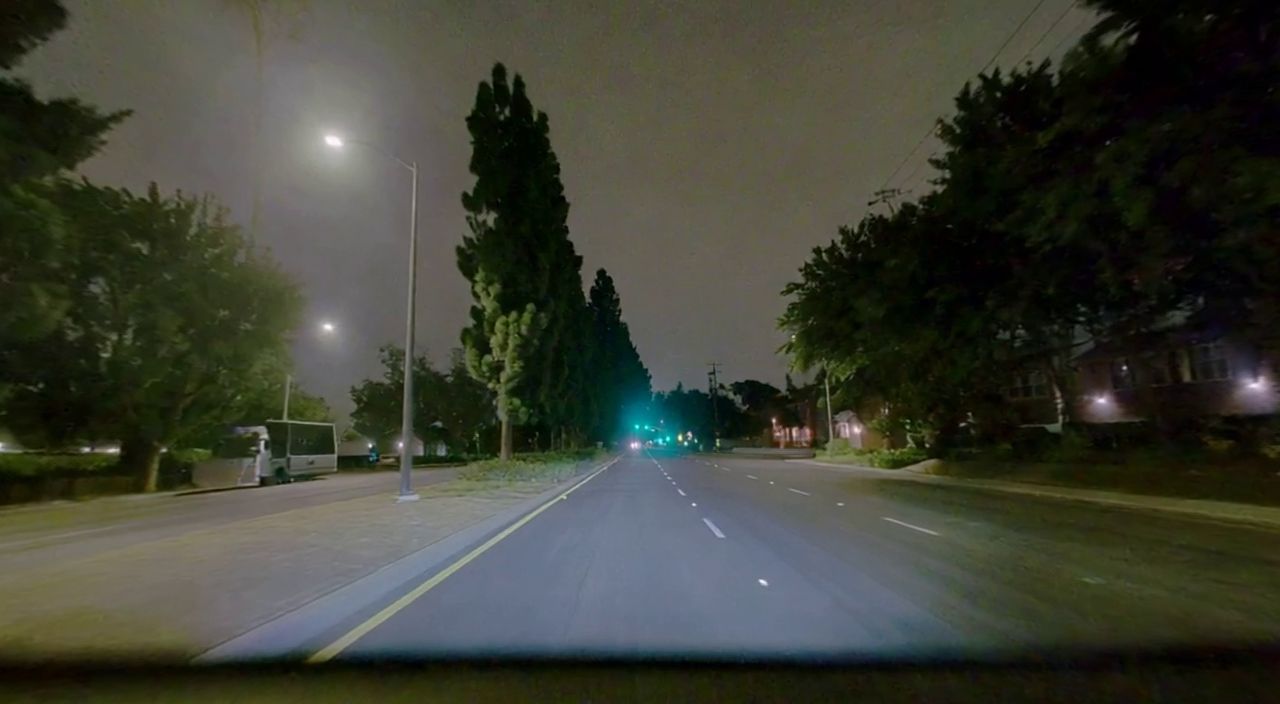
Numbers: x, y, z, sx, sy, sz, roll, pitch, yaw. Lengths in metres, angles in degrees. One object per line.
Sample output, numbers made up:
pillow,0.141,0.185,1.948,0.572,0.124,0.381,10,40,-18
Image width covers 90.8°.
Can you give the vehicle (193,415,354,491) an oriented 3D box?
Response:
vehicle,-19.499,5.503,34.726,2.866,3.528,9.798,0,-9,0
